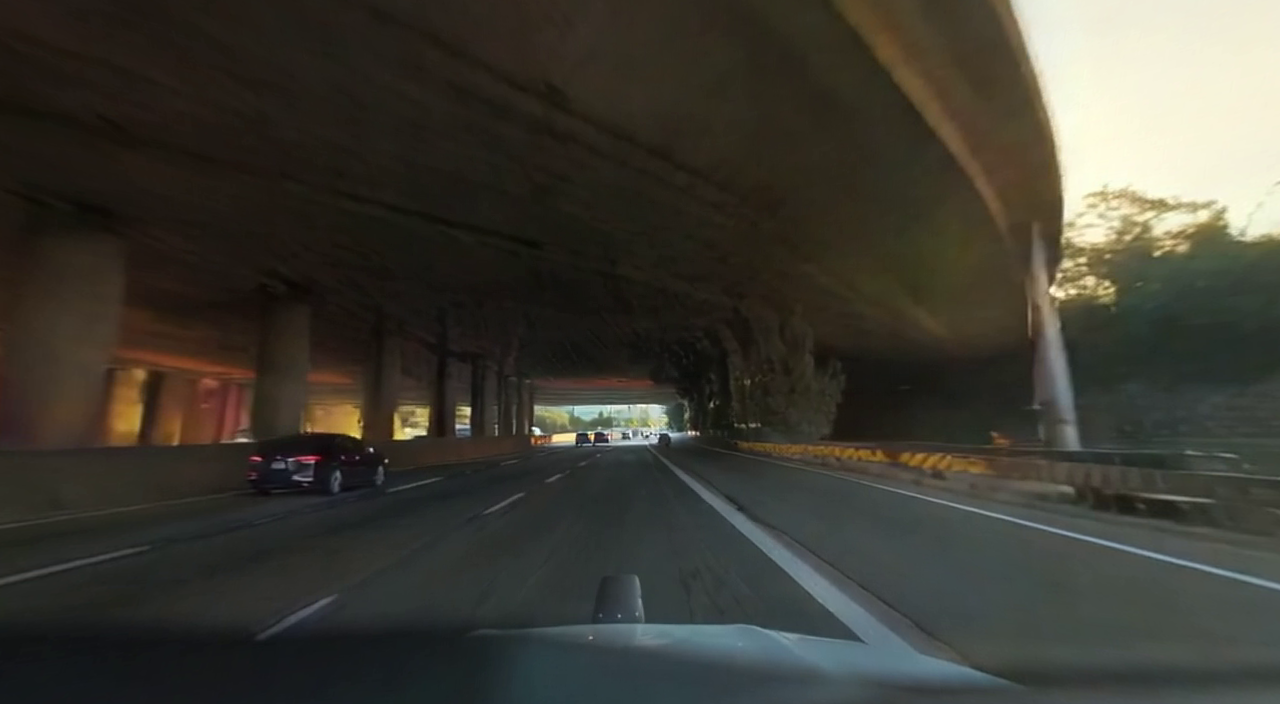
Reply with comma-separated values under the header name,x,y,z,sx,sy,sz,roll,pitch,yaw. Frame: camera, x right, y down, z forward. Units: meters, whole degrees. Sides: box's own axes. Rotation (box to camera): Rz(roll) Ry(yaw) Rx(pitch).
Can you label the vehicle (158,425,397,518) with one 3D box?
name,x,y,z,sx,sy,sz,roll,pitch,yaw
vehicle,-6.871,2.276,12.665,2.118,1.524,4.422,0,-8,1
